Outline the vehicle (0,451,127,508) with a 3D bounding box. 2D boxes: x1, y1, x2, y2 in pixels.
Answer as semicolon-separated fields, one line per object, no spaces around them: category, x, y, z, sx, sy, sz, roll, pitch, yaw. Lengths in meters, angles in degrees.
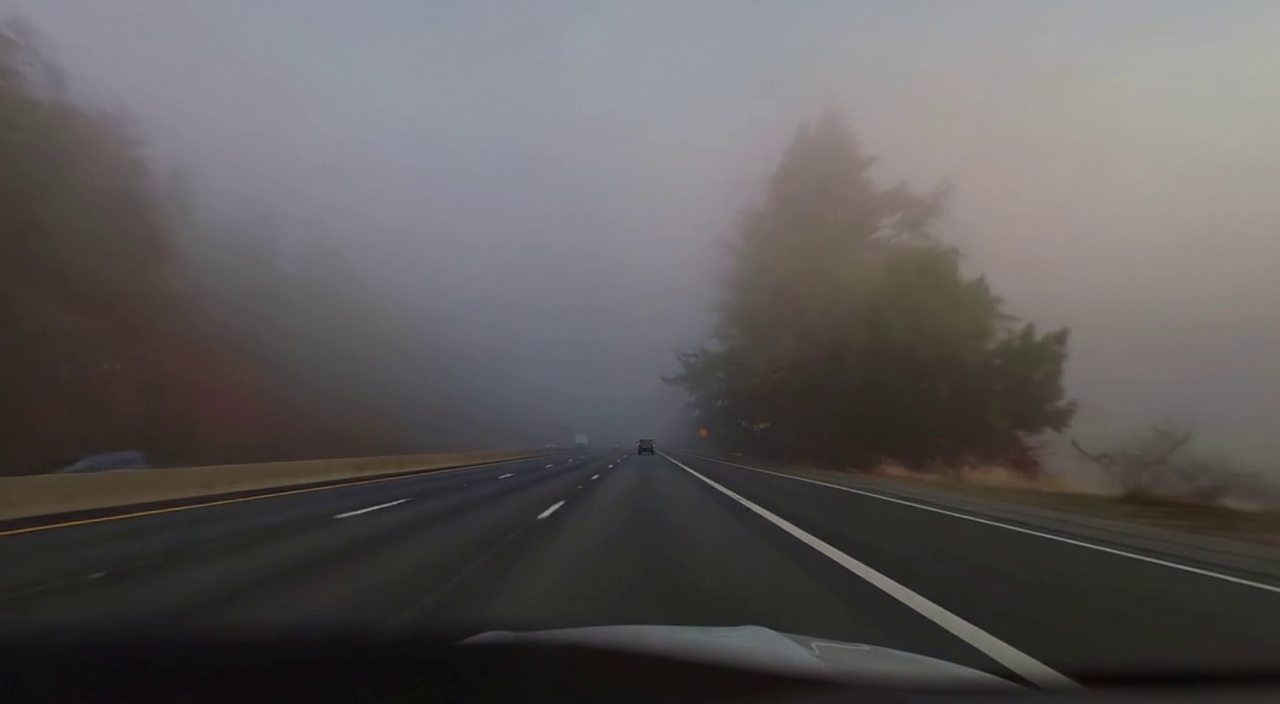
vehicle;-17.888;3.717;18.808;1.747;1.448;3.879;0;-8;0
